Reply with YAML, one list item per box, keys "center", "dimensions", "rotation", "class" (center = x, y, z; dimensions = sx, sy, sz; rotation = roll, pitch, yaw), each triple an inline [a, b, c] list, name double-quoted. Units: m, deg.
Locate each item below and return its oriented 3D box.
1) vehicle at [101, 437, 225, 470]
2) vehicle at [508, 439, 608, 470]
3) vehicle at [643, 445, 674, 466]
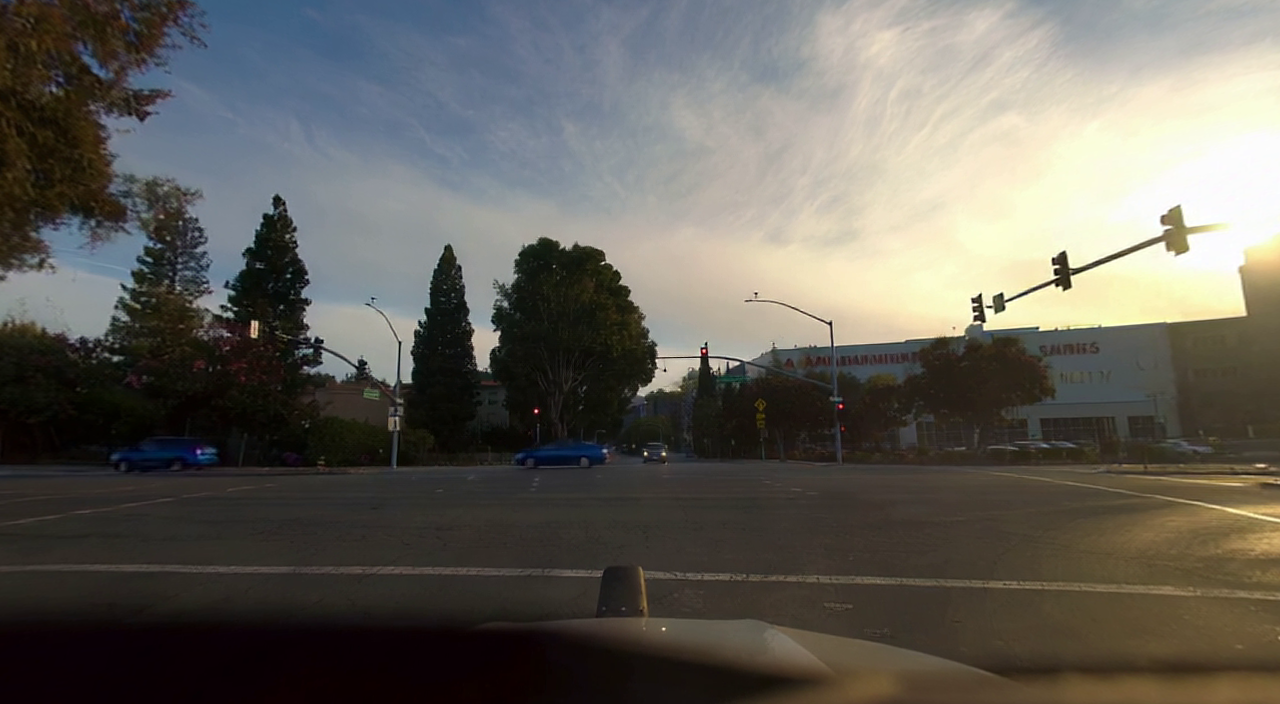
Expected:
- center: [-24.055, 5.135, 31.918]
  dimensions: [4.735, 1.588, 1.877]
  rotation: [0, -9, 1]
  class: "vehicle"
- center: [-4.024, 5.072, 31.332]
  dimensions: [4.681, 1.465, 1.820]
  rotation: [0, -9, 2]
  class: "vehicle"
- center: [1.310, 7.634, 46.471]
  dimensions: [2.132, 1.449, 4.235]
  rotation: [0, -9, 0]
  class: "vehicle"
